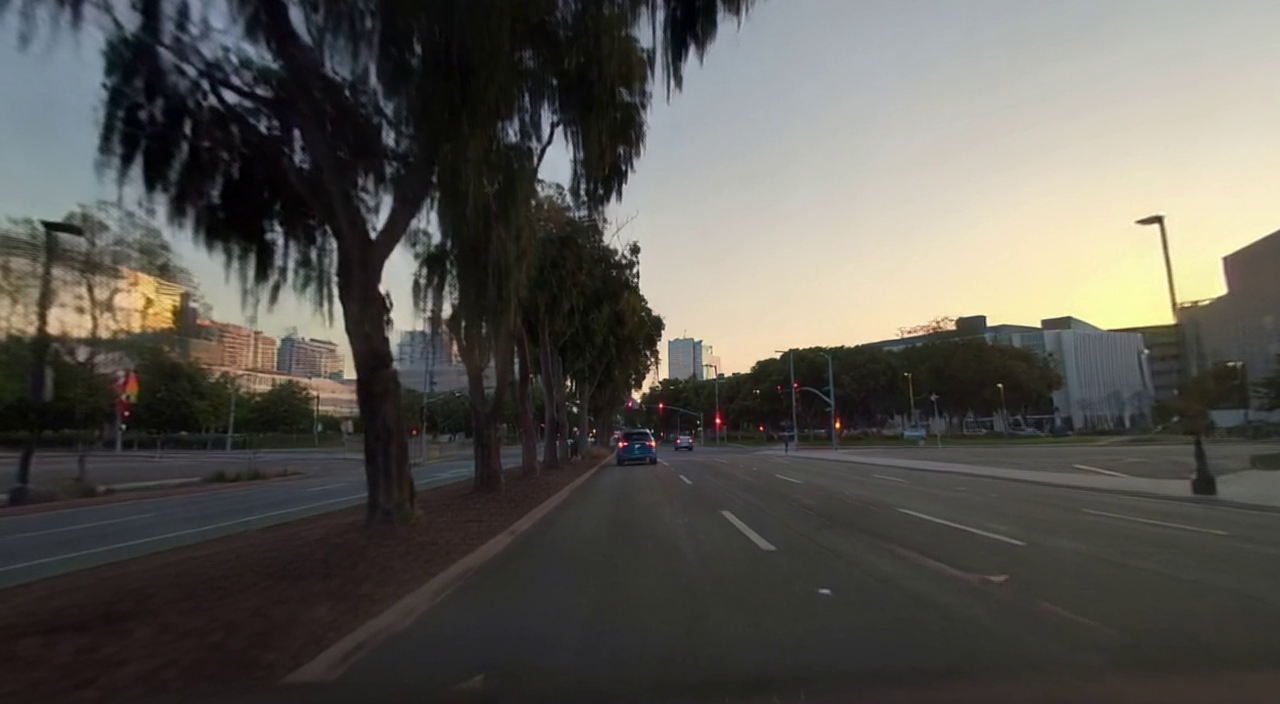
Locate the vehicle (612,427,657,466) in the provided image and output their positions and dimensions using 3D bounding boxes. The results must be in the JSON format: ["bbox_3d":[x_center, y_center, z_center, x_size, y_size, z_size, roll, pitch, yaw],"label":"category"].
[{"bbox_3d":[-0.299,5.074,34.017,2.267,1.926,4.708,0,-9,-1],"label":"vehicle"}]
